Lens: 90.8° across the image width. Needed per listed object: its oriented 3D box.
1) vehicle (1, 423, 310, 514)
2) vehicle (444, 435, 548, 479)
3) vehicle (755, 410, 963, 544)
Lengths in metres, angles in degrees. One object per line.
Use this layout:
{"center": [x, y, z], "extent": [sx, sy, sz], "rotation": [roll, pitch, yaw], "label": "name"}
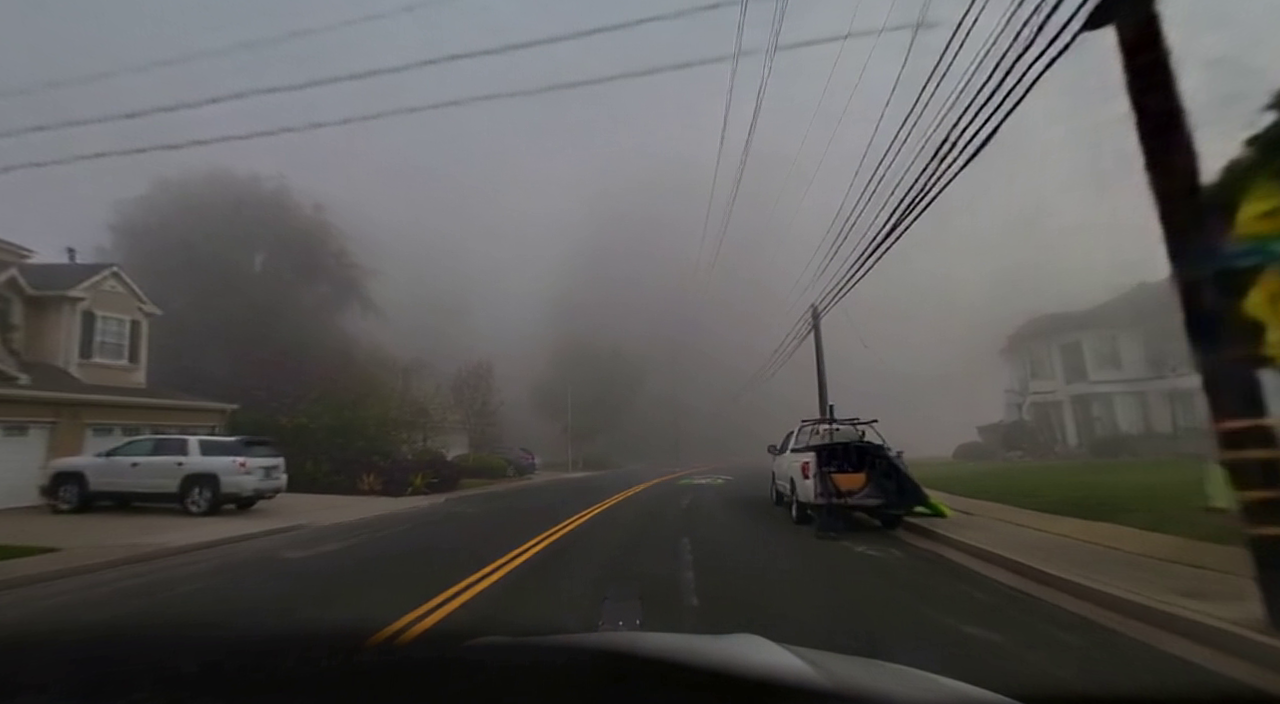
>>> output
{"center": [-11.384, 2.737, 15.172], "extent": [5.632, 1.957, 2.302], "rotation": [-1, -9, 5], "label": "vehicle"}
{"center": [-8.117, 5.921, 35.867], "extent": [5.228, 2.041, 2.023], "rotation": [2, -7, 12], "label": "vehicle"}
{"center": [3.773, 2.337, 12.504], "extent": [2.273, 1.938, 6.400], "rotation": [0, -9, 4], "label": "vehicle"}
